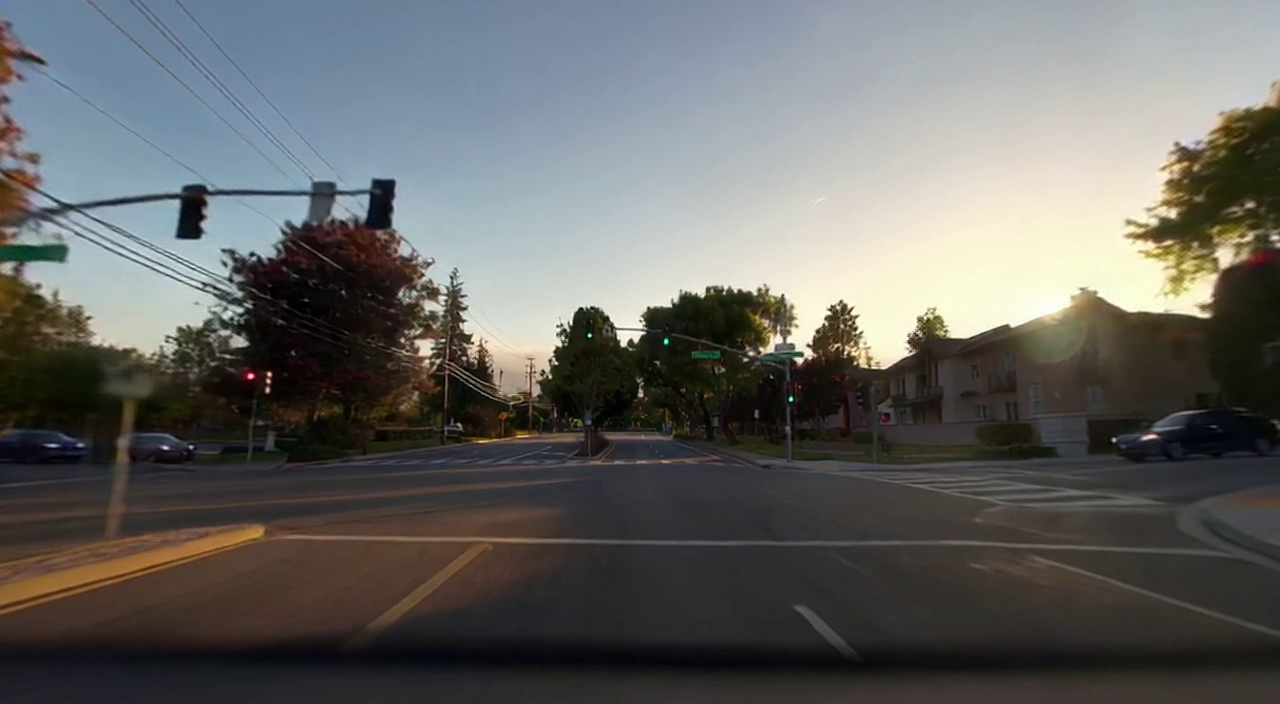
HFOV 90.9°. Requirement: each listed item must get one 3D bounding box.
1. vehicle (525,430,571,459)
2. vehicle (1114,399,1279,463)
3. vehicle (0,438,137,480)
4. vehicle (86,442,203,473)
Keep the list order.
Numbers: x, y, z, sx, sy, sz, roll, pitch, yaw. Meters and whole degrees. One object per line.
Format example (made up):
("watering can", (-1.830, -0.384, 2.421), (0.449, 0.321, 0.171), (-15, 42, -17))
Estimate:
("vehicle", (-5.169, 5.207, 35.969), (1.948, 1.471, 5.408), (2, -7, -2))
("vehicle", (18.721, 2.581, 20.436), (4.775, 1.952, 2.239), (0, -8, 2))
("vehicle", (-24.783, 4.570, 27.048), (4.553, 1.722, 1.915), (0, -8, -3))
("vehicle", (-24.672, 5.260, 31.507), (4.195, 1.493, 1.890), (0, -8, -2))
